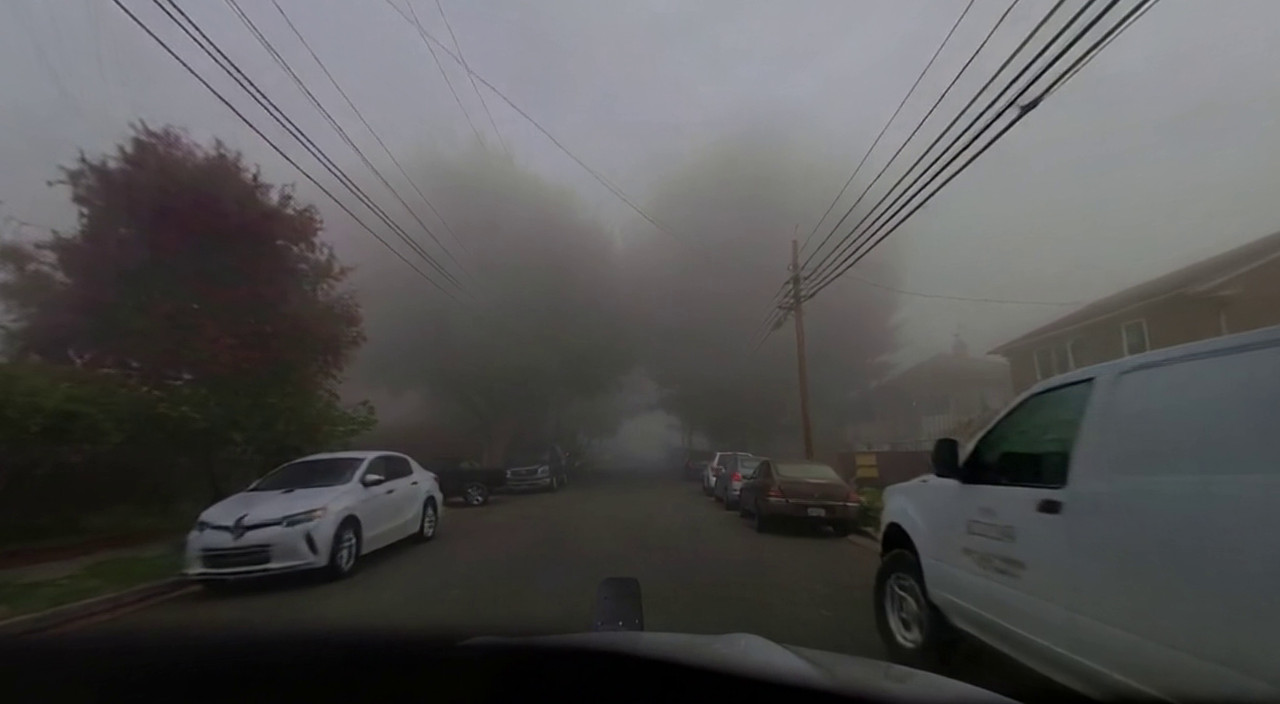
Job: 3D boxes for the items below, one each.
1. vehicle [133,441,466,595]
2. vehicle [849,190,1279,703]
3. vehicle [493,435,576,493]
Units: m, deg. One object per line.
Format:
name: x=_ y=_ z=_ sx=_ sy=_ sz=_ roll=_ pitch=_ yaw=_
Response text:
vehicle: x=-4.117 y=2.037 z=8.815 sx=1.988 sy=1.541 sz=4.686 roll=0 pitch=-8 yaw=1
vehicle: x=2.746 y=0.705 z=2.175 sx=2.295 sy=2.019 sz=5.212 roll=0 pitch=-8 yaw=1
vehicle: x=-3.871 y=4.187 z=24.167 sx=2.280 sy=1.953 sz=5.092 roll=0 pitch=-8 yaw=0
